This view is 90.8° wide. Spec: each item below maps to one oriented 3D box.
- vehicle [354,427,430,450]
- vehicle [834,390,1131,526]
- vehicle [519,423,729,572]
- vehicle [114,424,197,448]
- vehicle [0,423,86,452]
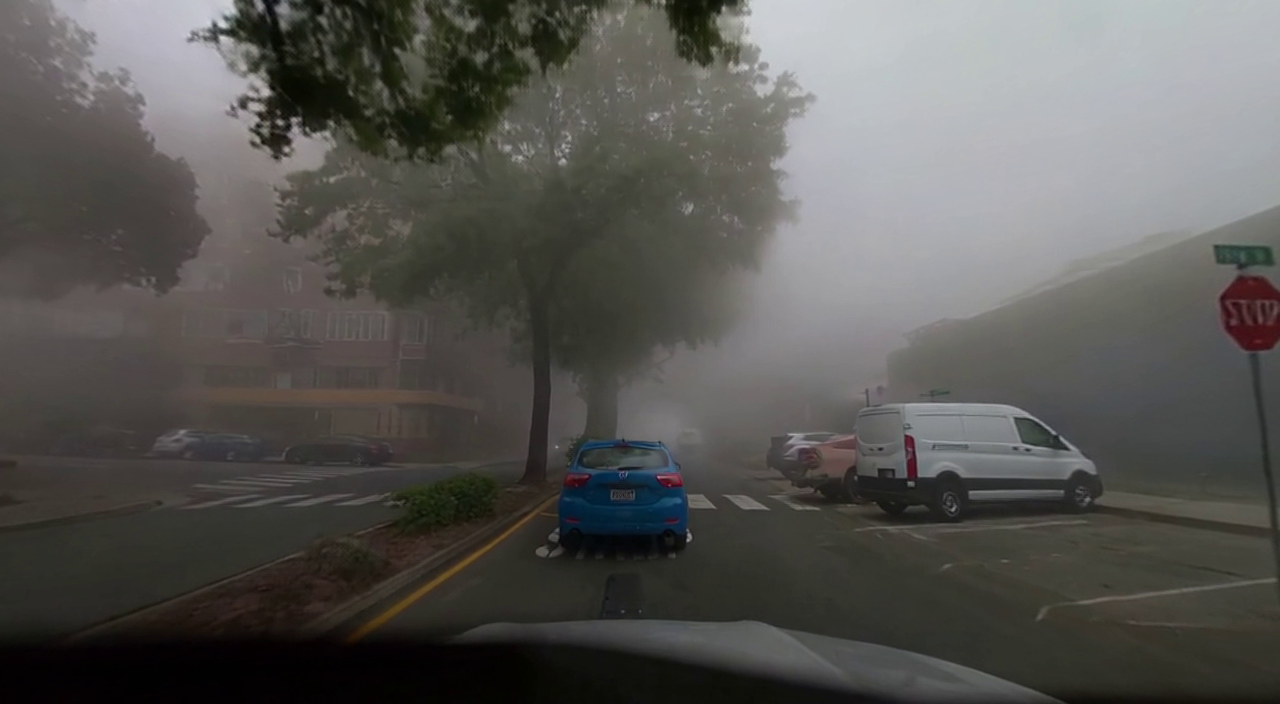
[{"bbox_3d":[-18.483,6.505,47.330,4.892,1.679,1.927,1,-8,-6],"label":"vehicle"},{"bbox_3d":[6.615,1.987,12.164,5.385,2.146,2.143,4,-9,-26],"label":"vehicle"},{"bbox_3d":[-0.220,1.775,8.565,2.065,1.450,4.522,0,-8,-2],"label":"vehicle"},{"bbox_3d":[-31.889,5.558,41.653,3.915,1.574,1.850,0,-8,3],"label":"vehicle"},{"bbox_3d":[-31.880,4.473,32.882,4.168,1.458,1.904,0,-8,-3],"label":"vehicle"}]
